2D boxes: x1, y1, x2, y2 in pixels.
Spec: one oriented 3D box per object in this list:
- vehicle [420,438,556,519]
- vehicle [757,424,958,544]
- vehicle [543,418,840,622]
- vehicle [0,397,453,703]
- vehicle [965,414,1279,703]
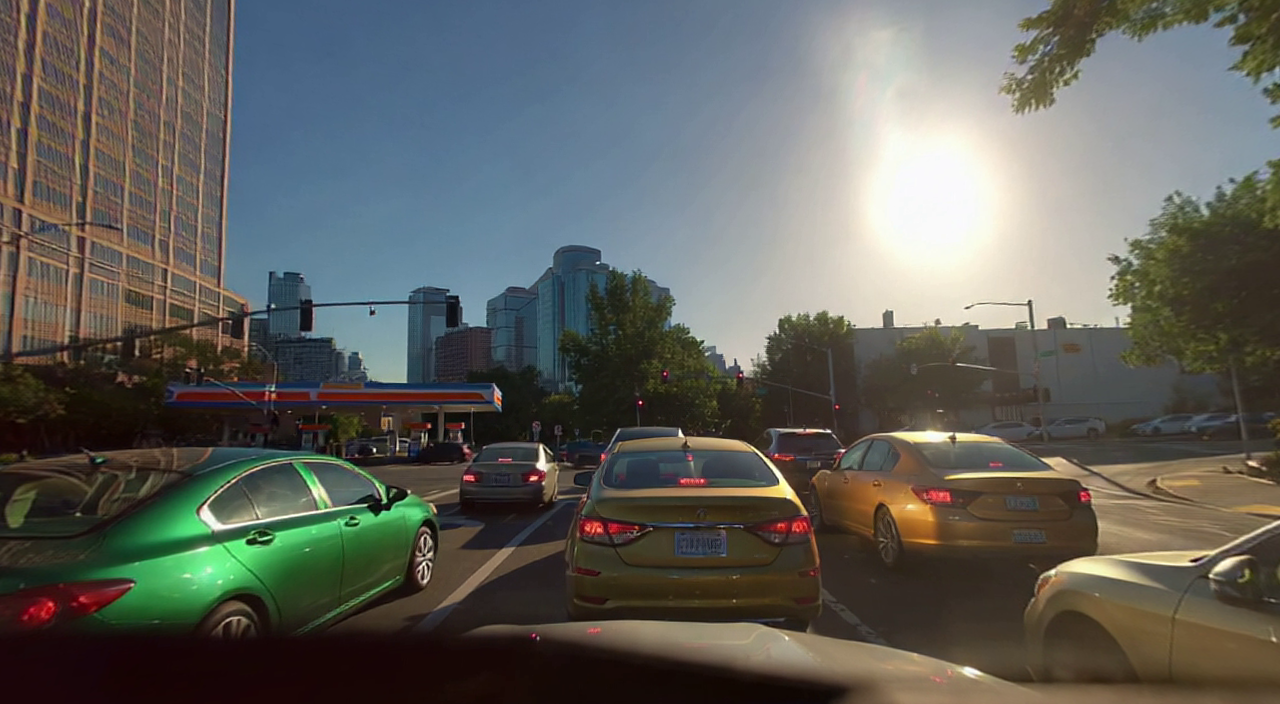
[{"bbox_3d":[-3.070,2.643,13.701,1.867,1.474,4.237,0,-9,1],"label":"vehicle"},{"bbox_3d":[3.377,2.126,10.790,1.947,1.630,4.127,0,-9,0],"label":"vehicle"},{"bbox_3d":[0.328,1.584,6.946,2.220,1.507,4.317,0,-9,-2],"label":"vehicle"},{"bbox_3d":[-3.005,1.249,4.625,1.887,1.493,4.255,0,-9,1],"label":"vehicle"},{"bbox_3d":[4.180,1.135,3.612,1.950,1.497,4.686,0,-9,-3],"label":"vehicle"}]
